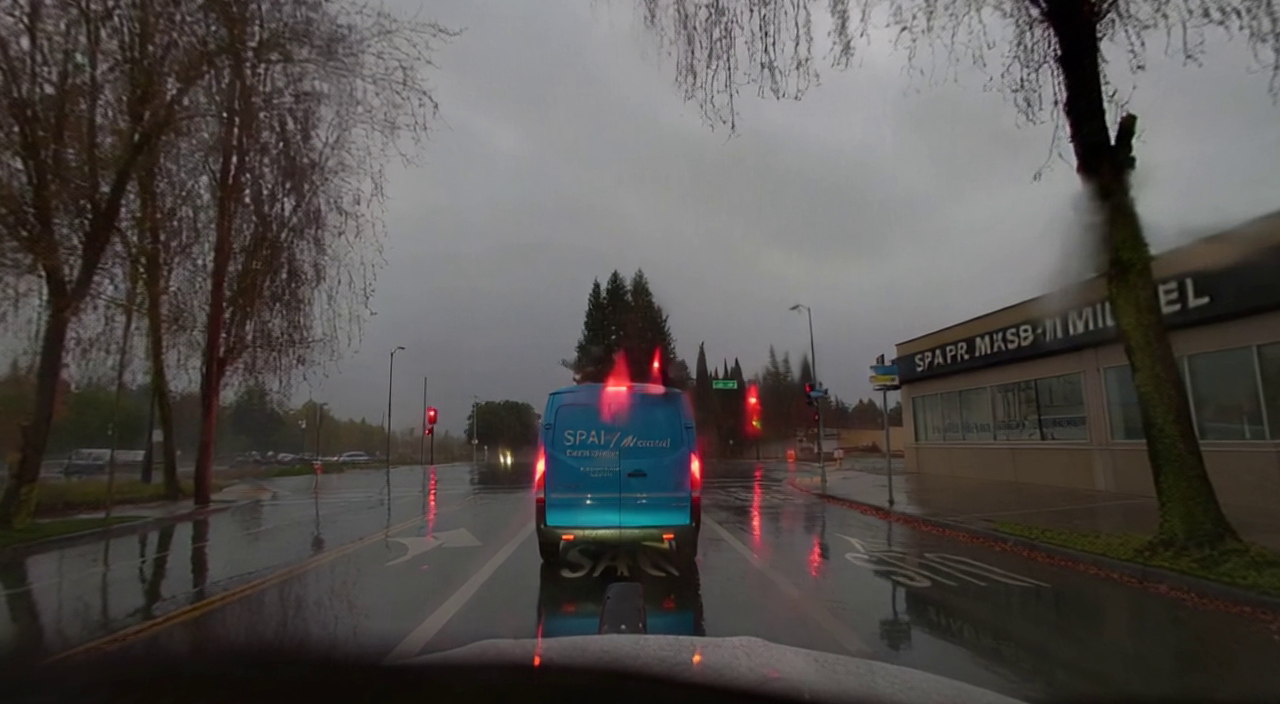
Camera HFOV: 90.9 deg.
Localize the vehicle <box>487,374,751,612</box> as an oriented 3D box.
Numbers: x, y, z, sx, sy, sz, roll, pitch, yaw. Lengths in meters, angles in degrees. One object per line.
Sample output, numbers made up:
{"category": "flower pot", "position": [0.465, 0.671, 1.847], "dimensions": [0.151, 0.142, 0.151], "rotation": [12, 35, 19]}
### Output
{"category": "vehicle", "position": [-0.296, 1.466, 7.290], "dimensions": [2.181, 1.949, 3.932], "rotation": [1, -9, -4]}
